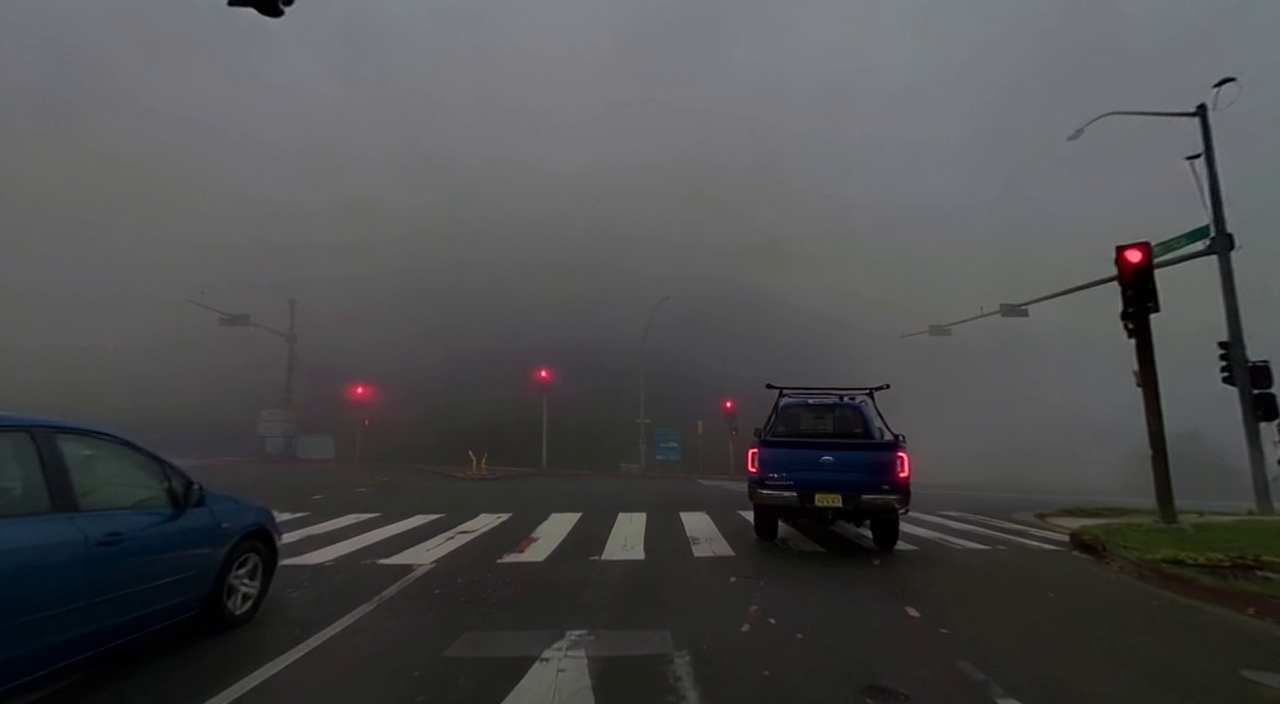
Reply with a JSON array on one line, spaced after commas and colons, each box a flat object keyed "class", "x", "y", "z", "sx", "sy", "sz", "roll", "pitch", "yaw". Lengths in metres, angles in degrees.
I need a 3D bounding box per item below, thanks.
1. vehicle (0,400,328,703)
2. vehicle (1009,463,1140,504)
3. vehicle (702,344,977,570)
[{"class": "vehicle", "x": -3.982, "y": 1.096, "z": 3.770, "sx": 1.913, "sy": 1.491, "sz": 4.547, "roll": 0, "pitch": -8, "yaw": -1}, {"class": "vehicle", "x": 19.588, "y": 5.935, "z": 28.557, "sx": 4.356, "sy": 1.498, "sz": 1.957, "roll": -3, "pitch": -8, "yaw": 3}, {"class": "vehicle", "x": 2.707, "y": 1.563, "z": 9.942, "sx": 2.851, "sy": 2.400, "sz": 5.978, "roll": -1, "pitch": -9, "yaw": 11}]
